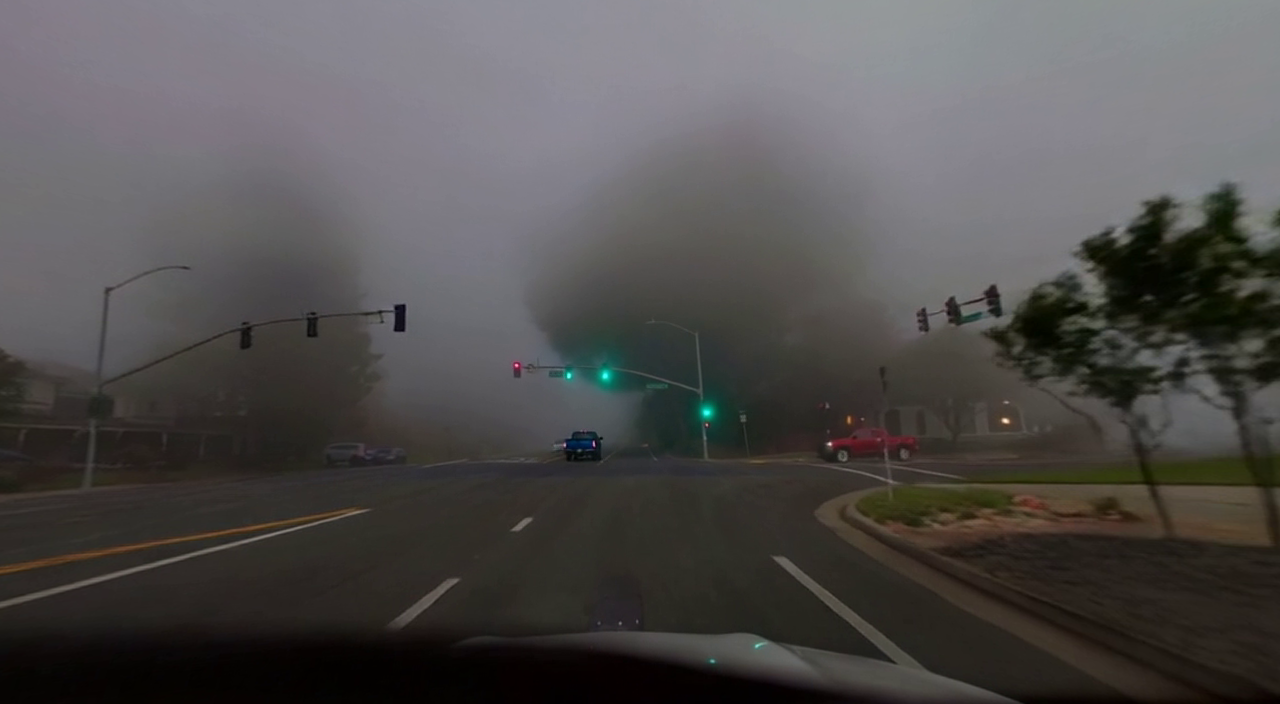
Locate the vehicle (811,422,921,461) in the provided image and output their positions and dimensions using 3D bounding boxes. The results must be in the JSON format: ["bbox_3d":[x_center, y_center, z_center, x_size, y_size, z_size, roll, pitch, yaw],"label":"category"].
[{"bbox_3d":[10.770,4.314,30.400,4.500,1.761,1.975,0,-9,0],"label":"vehicle"}]

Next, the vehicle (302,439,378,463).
[{"bbox_3d":[-22.881,7.541,48.341,4.772,1.745,2.058,-1,-9,5],"label":"vehicle"}]

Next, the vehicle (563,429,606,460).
[{"bbox_3d":[-3.795,6.503,44.547,2.508,2.001,5.880,0,-9,0],"label":"vehicle"}]
